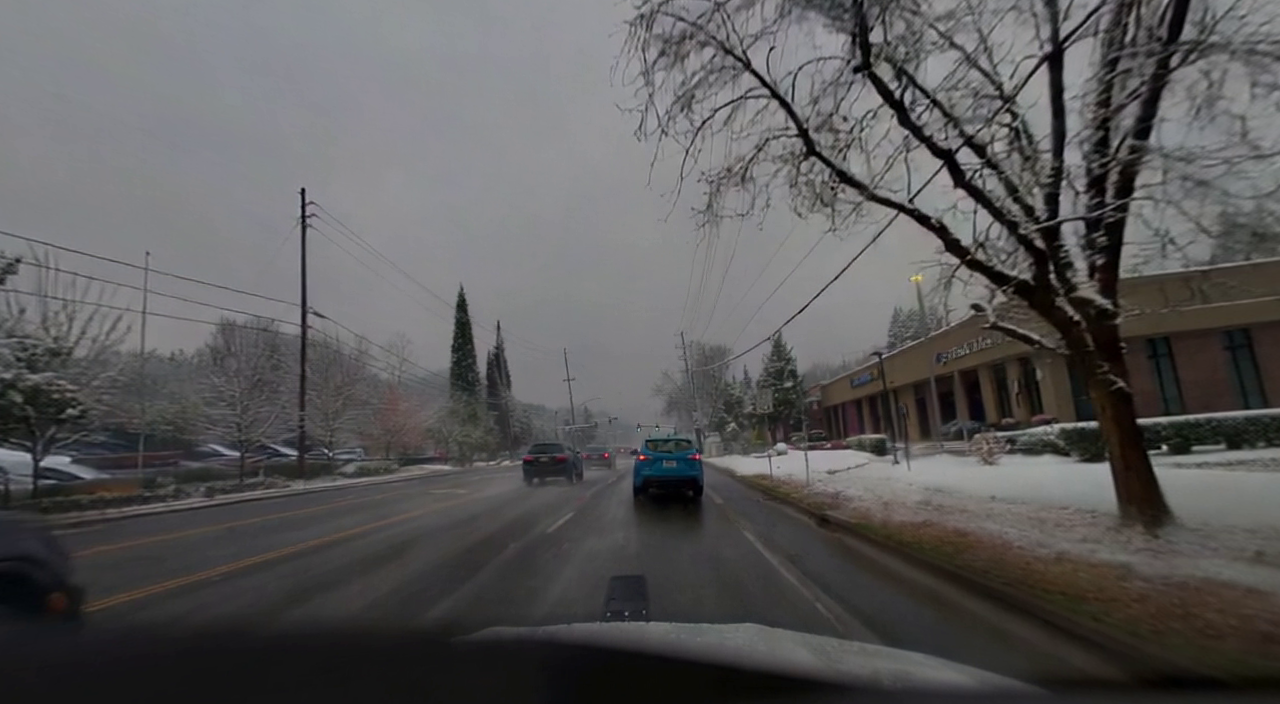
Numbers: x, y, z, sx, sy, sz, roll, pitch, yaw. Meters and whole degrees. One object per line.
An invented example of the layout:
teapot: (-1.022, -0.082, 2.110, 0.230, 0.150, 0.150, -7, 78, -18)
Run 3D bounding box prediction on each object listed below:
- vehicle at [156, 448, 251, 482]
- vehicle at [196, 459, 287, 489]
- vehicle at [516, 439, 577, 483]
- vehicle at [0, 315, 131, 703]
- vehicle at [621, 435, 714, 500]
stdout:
vehicle: (-28.657, 7.399, 41.448, 4.703, 2.084, 2.143, -1, -8, 5)
vehicle: (-22.625, 6.903, 36.036, 1.862, 1.468, 4.708, -1, -8, 5)
vehicle: (-3.819, 4.531, 26.482, 1.862, 1.694, 4.315, 0, -8, 1)
vehicle: (-3.598, 0.493, 0.428, 2.064, 1.859, 5.154, 0, -8, 2)
vehicle: (0.650, 3.244, 18.132, 2.108, 1.612, 4.246, 1, -8, -5)
